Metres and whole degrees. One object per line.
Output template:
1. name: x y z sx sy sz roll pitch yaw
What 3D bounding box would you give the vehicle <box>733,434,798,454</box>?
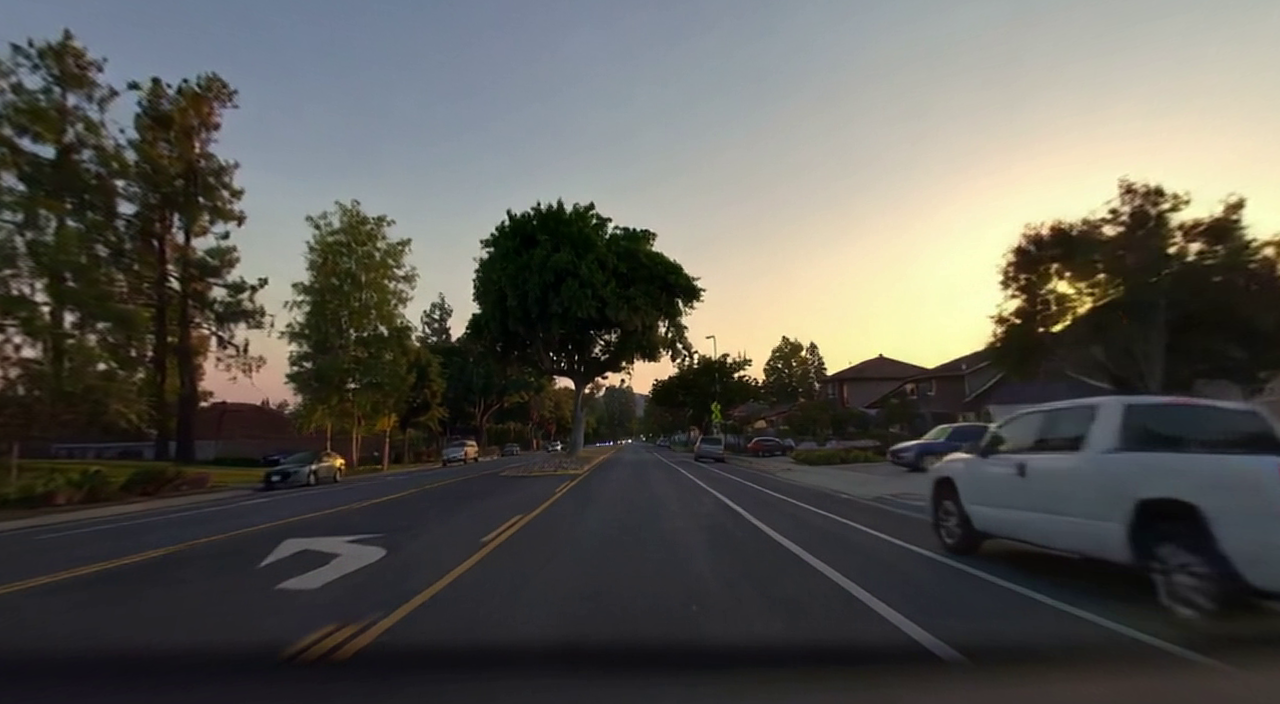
1. vehicle: 9.488 7.011 48.163 4.501 1.502 1.975 0 -8 -1

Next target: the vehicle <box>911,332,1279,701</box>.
1. vehicle: 4.400 1.023 4.504 2.293 1.858 5.868 0 -8 0

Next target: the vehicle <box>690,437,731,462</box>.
1. vehicle: 4.198 5.885 38.247 1.970 1.455 4.233 0 -8 -1

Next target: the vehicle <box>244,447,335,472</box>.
1. vehicle: -21.761 6.663 39.319 4.413 1.477 2.100 0 -8 1
